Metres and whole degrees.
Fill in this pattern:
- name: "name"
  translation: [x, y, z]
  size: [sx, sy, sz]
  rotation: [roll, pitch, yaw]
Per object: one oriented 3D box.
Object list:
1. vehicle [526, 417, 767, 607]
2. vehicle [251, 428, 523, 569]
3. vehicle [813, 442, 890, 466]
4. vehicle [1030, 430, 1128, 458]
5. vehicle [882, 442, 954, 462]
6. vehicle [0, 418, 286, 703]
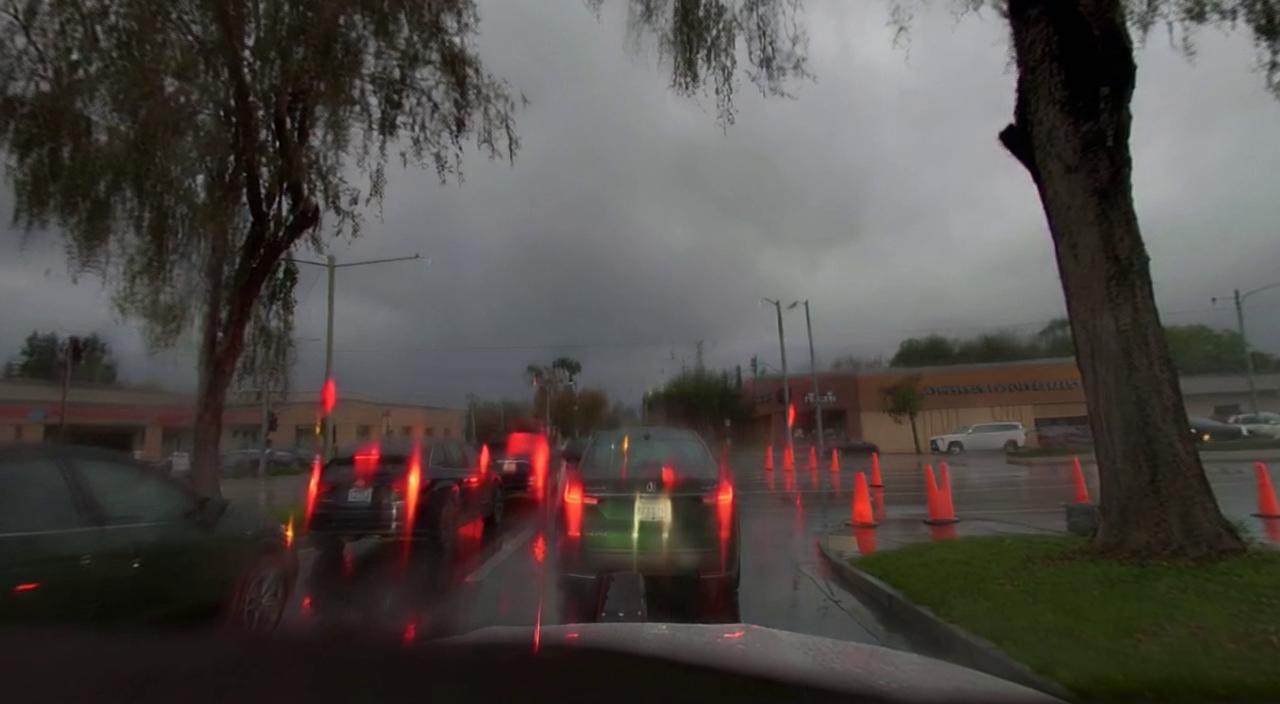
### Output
- name: "vehicle"
  translation: [0.096, 1.626, 7.207]
  size: [2.021, 1.560, 3.676]
  rotation: [0, -9, 1]
- name: "vehicle"
  translation: [-3.290, 2.000, 9.447]
  size: [1.989, 1.541, 4.626]
  rotation: [0, -9, 2]
- name: "vehicle"
  translation: [13.759, 6.664, 41.172]
  size: [4.463, 1.482, 1.808]
  rotation: [-1, -9, 9]
- name: "vehicle"
  translation: [28.275, 5.947, 40.659]
  size: [4.805, 1.688, 1.923]
  rotation: [0, -9, 1]
- name: "vehicle"
  translation: [20.837, 7.507, 47.315]
  size: [4.581, 1.480, 1.752]
  rotation: [0, -9, 0]
- name: "vehicle"
  translation: [-3.604, 0.953, 2.143]
  size: [1.964, 1.497, 4.722]
  rotation: [0, -9, 1]
